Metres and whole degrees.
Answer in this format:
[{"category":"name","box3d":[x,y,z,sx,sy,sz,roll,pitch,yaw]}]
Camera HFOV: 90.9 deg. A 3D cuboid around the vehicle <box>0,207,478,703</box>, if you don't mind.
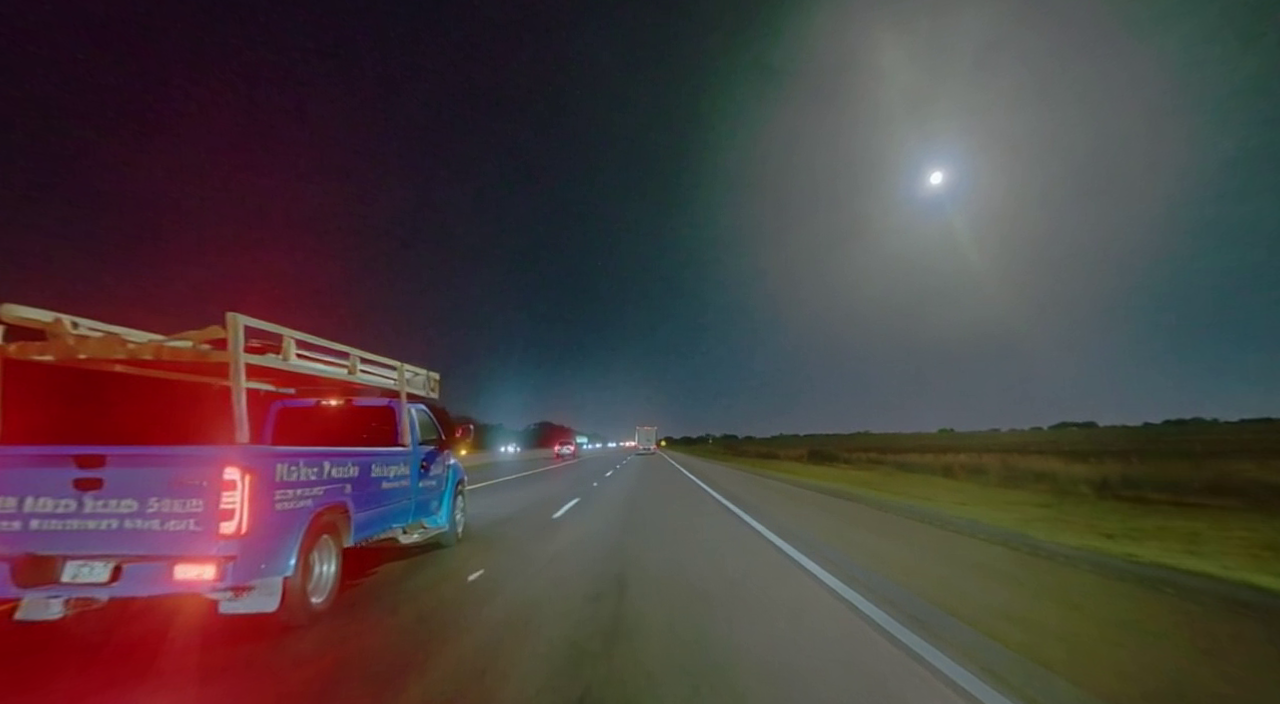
[{"category":"vehicle","box3d":[-3.775,1.066,5.676,2.791,2.330,6.725,0,-8,0]}]
